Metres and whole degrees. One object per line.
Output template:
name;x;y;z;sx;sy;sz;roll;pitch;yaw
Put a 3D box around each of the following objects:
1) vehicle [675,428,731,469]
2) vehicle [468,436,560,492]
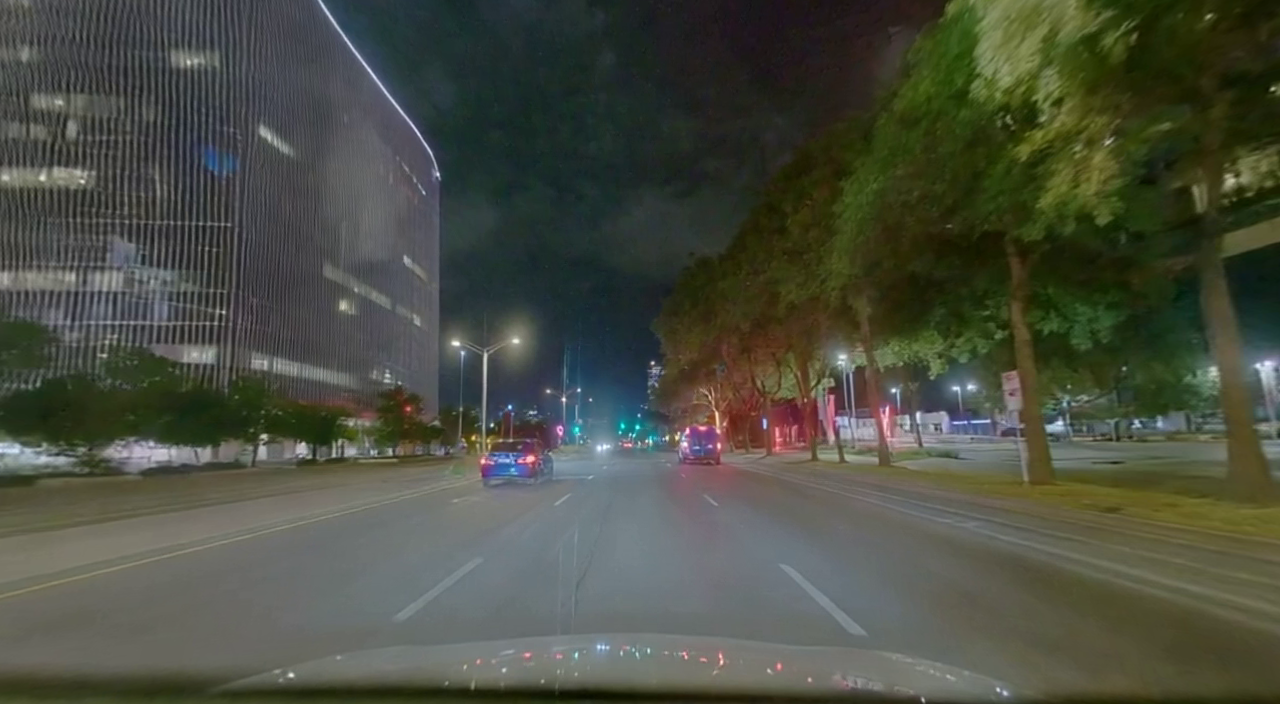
vehicle;3.125;4.915;32.283;2.200;1.914;5.145;0;-8;-2
vehicle;-3.640;3.306;18.967;1.864;1.464;4.195;0;-8;0
